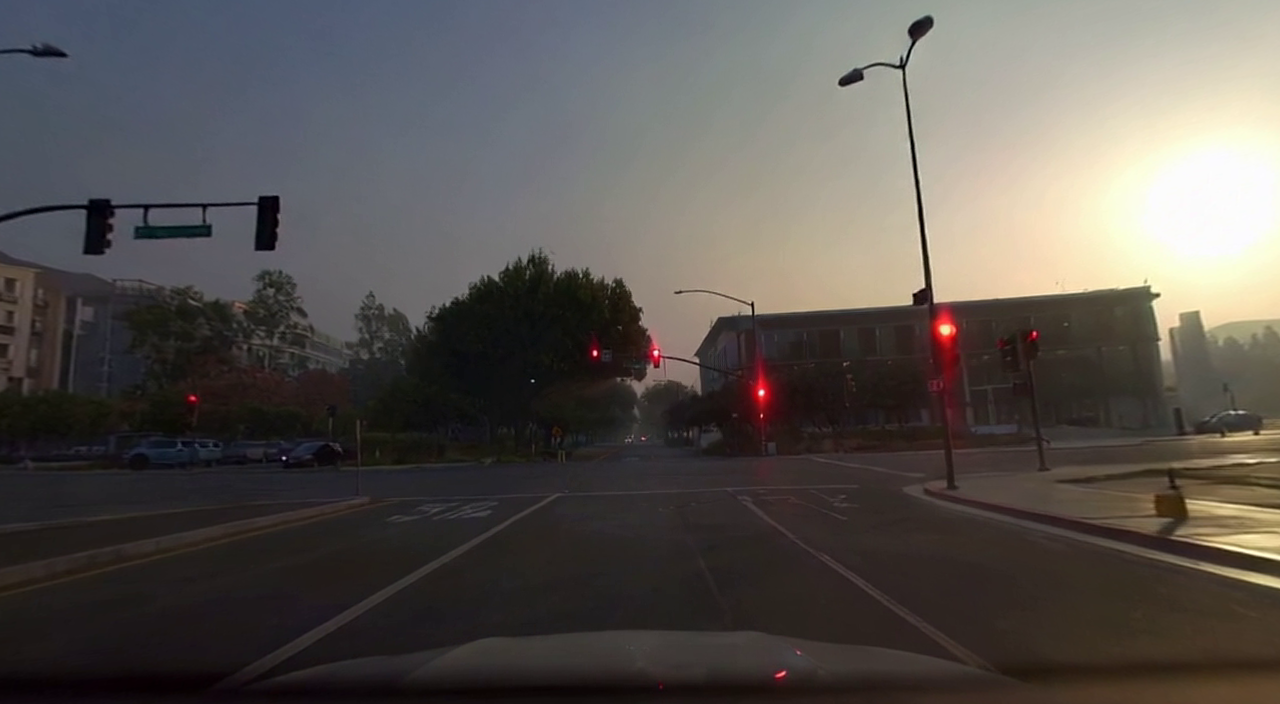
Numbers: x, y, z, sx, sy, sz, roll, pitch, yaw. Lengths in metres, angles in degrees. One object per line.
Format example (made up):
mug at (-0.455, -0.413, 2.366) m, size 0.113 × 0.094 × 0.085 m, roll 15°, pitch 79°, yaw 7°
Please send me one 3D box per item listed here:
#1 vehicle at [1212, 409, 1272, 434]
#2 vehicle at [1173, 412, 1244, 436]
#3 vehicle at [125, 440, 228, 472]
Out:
vehicle at (44.945, 5.222, 47.005) m, size 4.339 × 1.675 × 1.812 m, roll 5°, pitch -10°, yaw -28°
vehicle at (39.810, 5.066, 44.082) m, size 4.189 × 1.561 × 1.947 m, roll 4°, pitch -9°, yaw -23°
vehicle at (-27.984, 6.255, 38.131) m, size 4.603 × 1.666 × 1.972 m, roll -2°, pitch -7°, yaw -5°
